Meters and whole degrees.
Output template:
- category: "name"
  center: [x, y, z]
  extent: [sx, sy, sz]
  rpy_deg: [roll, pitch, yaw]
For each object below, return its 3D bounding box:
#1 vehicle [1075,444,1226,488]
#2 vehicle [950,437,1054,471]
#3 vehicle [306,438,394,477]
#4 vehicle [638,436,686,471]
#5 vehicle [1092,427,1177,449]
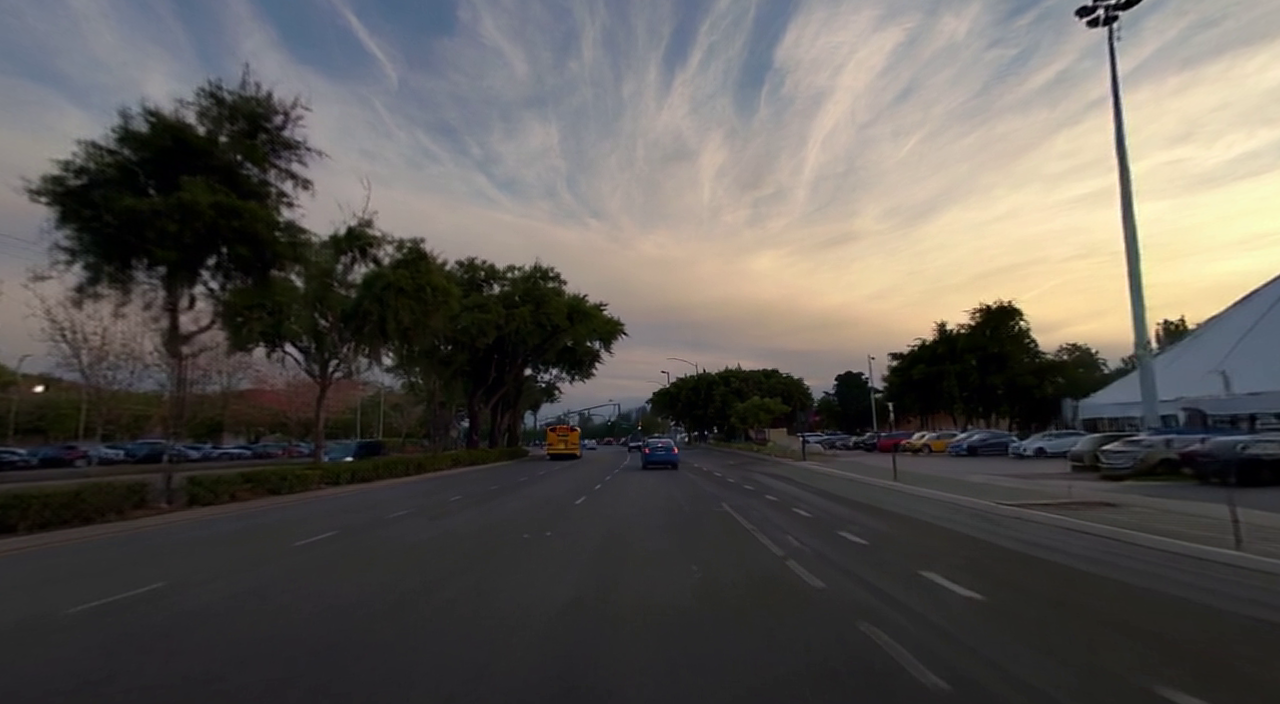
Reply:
- category: "vehicle"
  center: [19.002, 4.232, 23.843]
  extent: [1.849, 1.466, 4.831]
  rpy_deg: [-1, -9, 3]
- category: "vehicle"
  center: [19.435, 5.530, 34.276]
  extent: [2.229, 1.661, 5.991]
  rpy_deg: [0, -9, 1]
- category: "vehicle"
  center: [-14.108, 5.138, 31.017]
  extent: [2.126, 1.742, 4.517]
  rpy_deg: [0, -9, 1]
- category: "vehicle"
  center: [0.957, 4.824, 30.100]
  extent: [2.123, 1.498, 4.226]
  rpy_deg: [0, -9, 0]
- category: "vehicle"
  center: [33.665, 5.871, 43.011]
  extent: [4.215, 1.462, 1.883]
  rpy_deg: [0, -9, -1]
